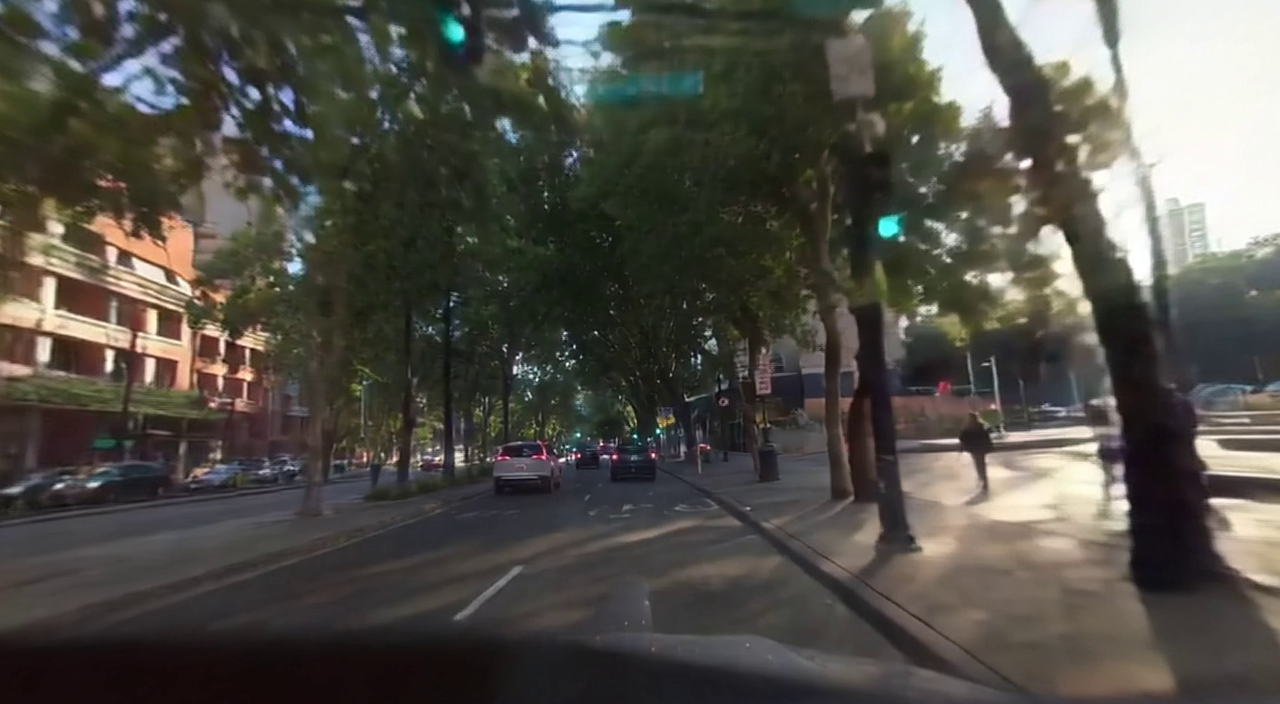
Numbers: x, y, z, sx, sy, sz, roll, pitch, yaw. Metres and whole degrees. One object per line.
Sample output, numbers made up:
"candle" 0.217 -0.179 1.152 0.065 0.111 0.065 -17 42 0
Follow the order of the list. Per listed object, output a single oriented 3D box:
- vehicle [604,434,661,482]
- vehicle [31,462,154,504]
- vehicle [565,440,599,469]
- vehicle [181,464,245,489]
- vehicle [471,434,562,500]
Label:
"vehicle" -0.338 4.209 25.317 2.120 1.758 3.917 0 -8 -2
"vehicle" -27.853 6.641 32.362 1.998 1.797 5.035 0 -8 -4
"vehicle" -3.988 7.133 44.155 2.220 1.847 4.587 0 -8 -3
"vehicle" -32.212 9.389 47.675 1.913 1.579 4.379 0 -8 -3
"vehicle" -3.495 3.317 18.627 1.940 1.722 3.823 0 -8 -1
